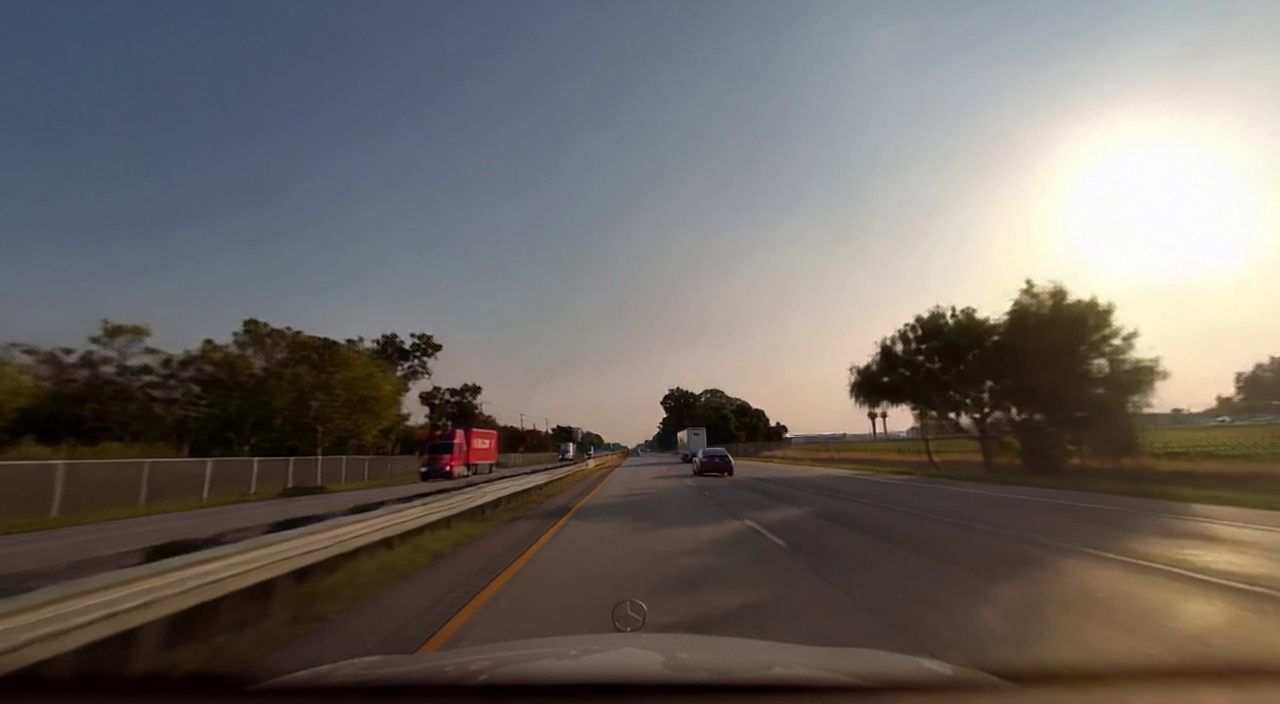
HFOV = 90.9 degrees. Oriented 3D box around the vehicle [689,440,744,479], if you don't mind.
[{"bbox_3d":[3.696,5.290,31.210,2.093,1.742,4.167,0,-9,-1],"label":"vehicle"}]
